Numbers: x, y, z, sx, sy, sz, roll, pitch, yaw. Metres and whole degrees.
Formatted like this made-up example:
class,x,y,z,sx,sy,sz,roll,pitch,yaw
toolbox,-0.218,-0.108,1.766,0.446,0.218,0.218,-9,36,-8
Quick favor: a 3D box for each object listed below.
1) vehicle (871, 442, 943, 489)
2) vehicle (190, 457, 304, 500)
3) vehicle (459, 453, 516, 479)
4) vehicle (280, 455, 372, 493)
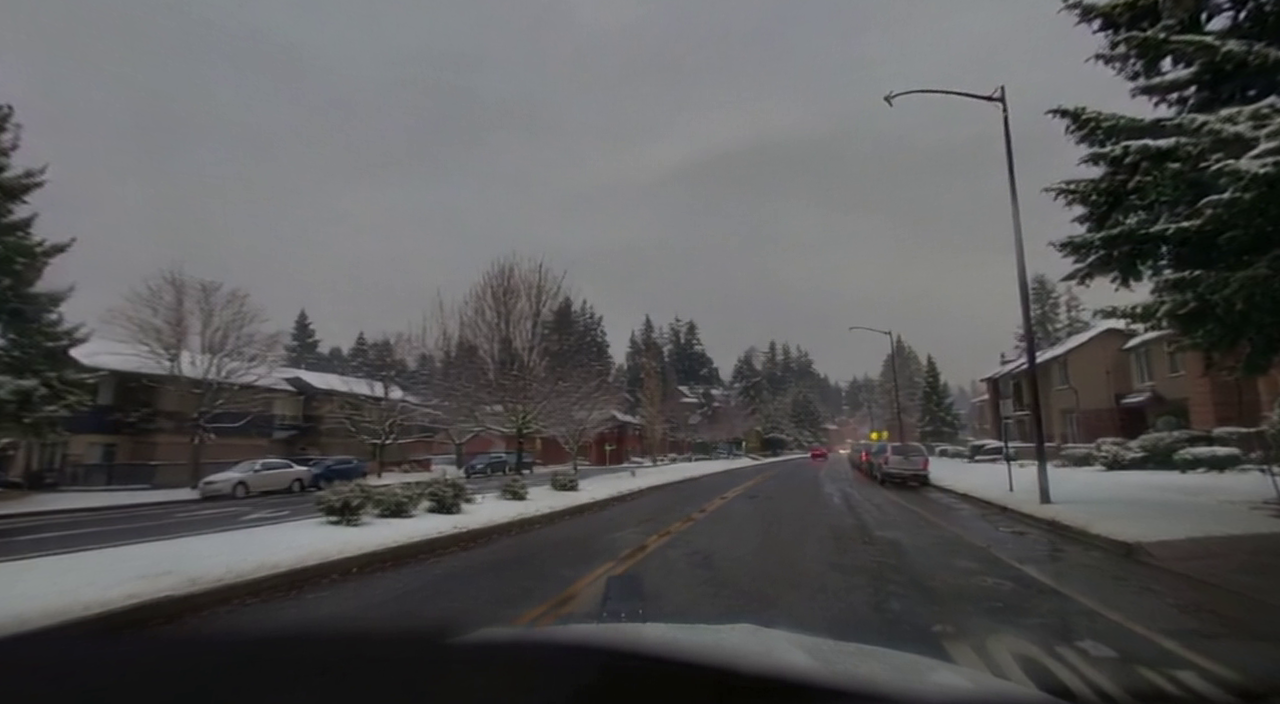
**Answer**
class,x,y,z,sx,sy,sz,roll,pitch,yaw
vehicle,10.268,4.348,24.540,2.011,1.649,4.001,-3,-9,15
vehicle,-17.630,5.662,28.576,1.809,1.677,4.253,-2,-9,13
vehicle,-11.790,8.841,49.153,2.060,1.814,5.097,-3,-9,16
vehicle,-16.478,6.372,33.323,1.886,1.777,4.273,-3,-9,15
